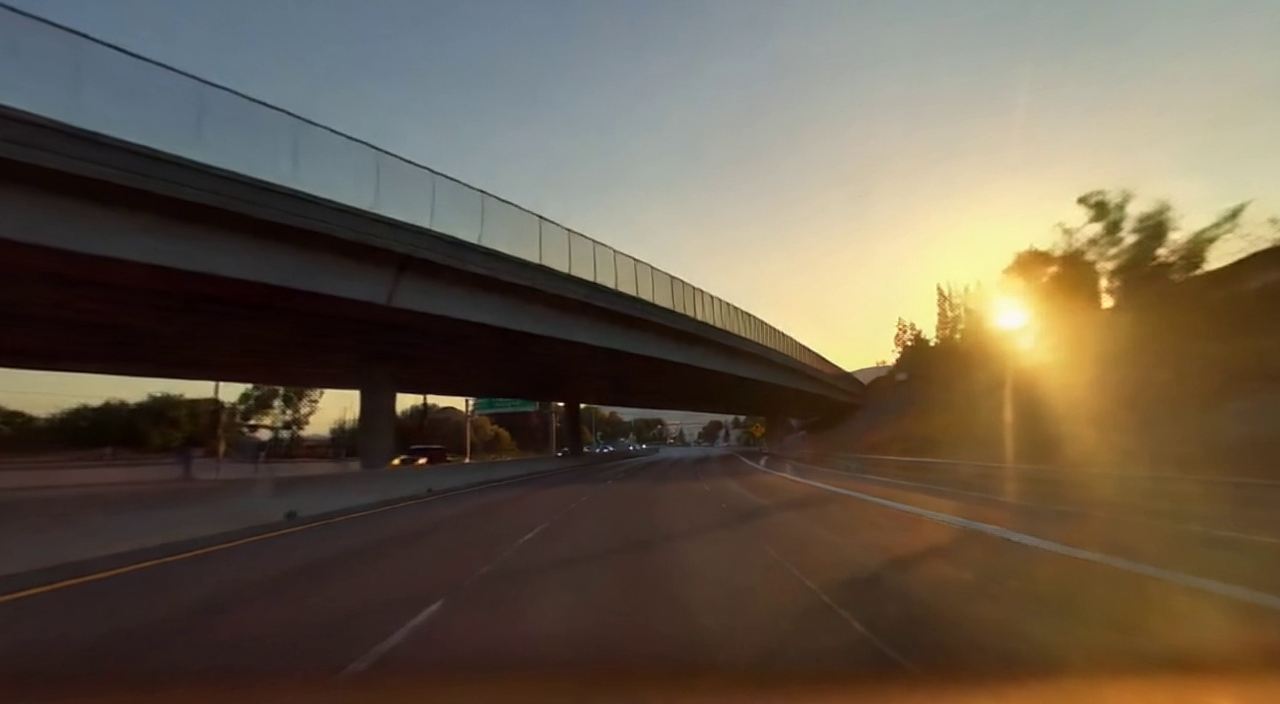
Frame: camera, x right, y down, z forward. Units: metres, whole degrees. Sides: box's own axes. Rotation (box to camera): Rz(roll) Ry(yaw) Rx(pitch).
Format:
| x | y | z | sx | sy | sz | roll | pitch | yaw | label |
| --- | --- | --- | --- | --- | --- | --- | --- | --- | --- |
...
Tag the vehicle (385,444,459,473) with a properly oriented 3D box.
| x | y | z | sx | sy | sz | roll | pitch | yaw | label |
| --- | --- | --- | --- | --- | --- | --- | --- | --- | --- |
| -14.313 | 7.017 | 41.880 | 2.310 | 1.742 | 5.997 | -1 | -9 | 5 | vehicle |
